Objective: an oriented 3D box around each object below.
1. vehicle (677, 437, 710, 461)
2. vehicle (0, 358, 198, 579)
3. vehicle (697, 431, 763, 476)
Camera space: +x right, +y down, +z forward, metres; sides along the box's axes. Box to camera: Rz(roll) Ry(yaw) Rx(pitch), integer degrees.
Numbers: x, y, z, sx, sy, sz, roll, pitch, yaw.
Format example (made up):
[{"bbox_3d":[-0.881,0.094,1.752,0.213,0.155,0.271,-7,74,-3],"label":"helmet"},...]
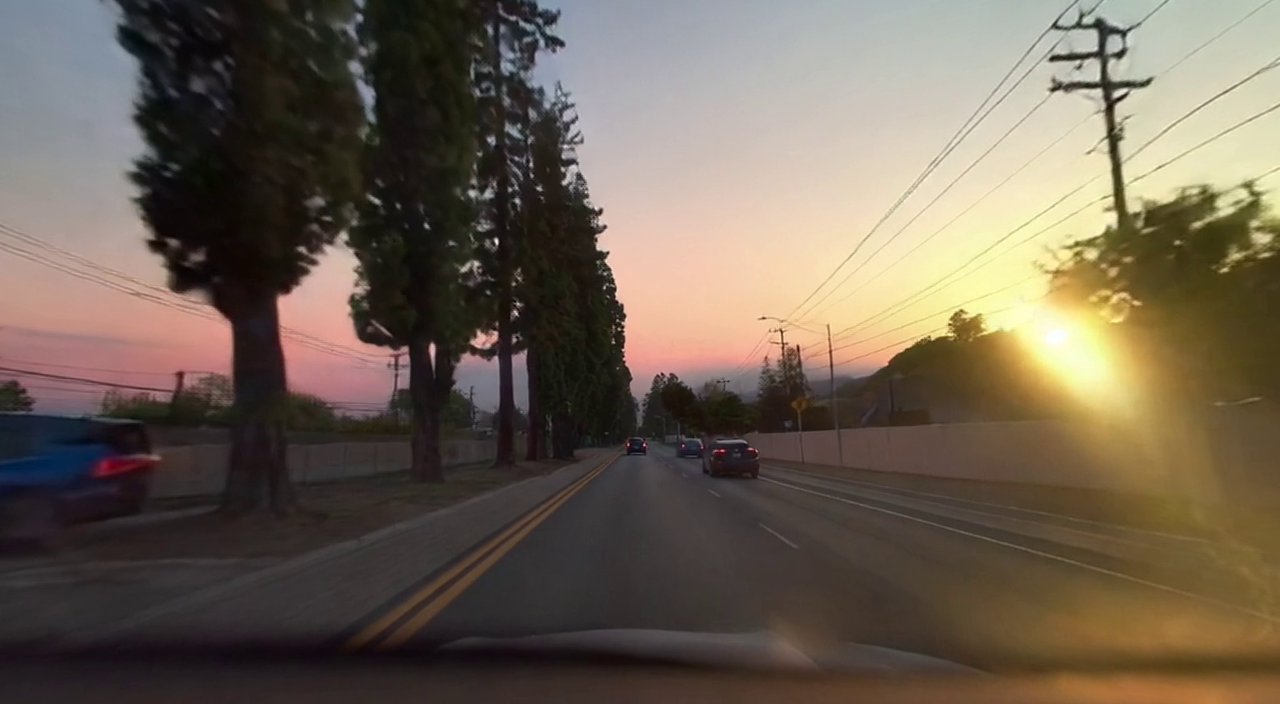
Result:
[{"bbox_3d":[3.780,6.986,45.461,2.012,1.653,4.115,0,-8,-1],"label":"vehicle"},{"bbox_3d":[-8.864,1.535,8.779,3.613,2.628,2.227,0,-9,2],"label":"vehicle"},{"bbox_3d":[3.863,4.470,27.966,2.112,1.825,4.574,0,-8,-2],"label":"vehicle"}]
